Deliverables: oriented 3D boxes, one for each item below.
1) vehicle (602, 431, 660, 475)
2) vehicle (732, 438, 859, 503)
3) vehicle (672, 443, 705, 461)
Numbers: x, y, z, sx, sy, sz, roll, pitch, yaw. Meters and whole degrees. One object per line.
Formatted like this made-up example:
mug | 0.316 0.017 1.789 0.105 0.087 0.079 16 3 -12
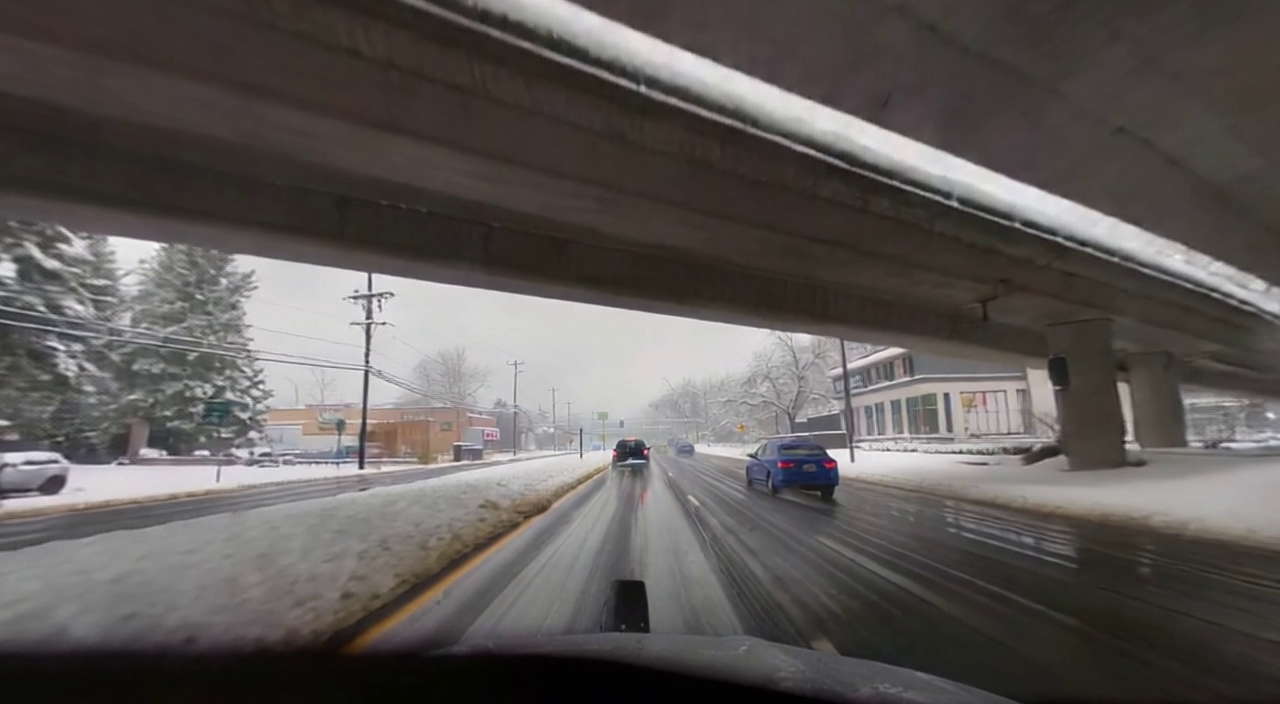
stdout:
vehicle | -0.384 4.618 29.014 2.441 1.813 4.581 0 -8 0
vehicle | 3.897 3.042 16.700 1.954 1.479 4.557 0 -8 -3
vehicle | 3.724 7.804 49.349 2.126 1.375 4.241 0 -8 -2
